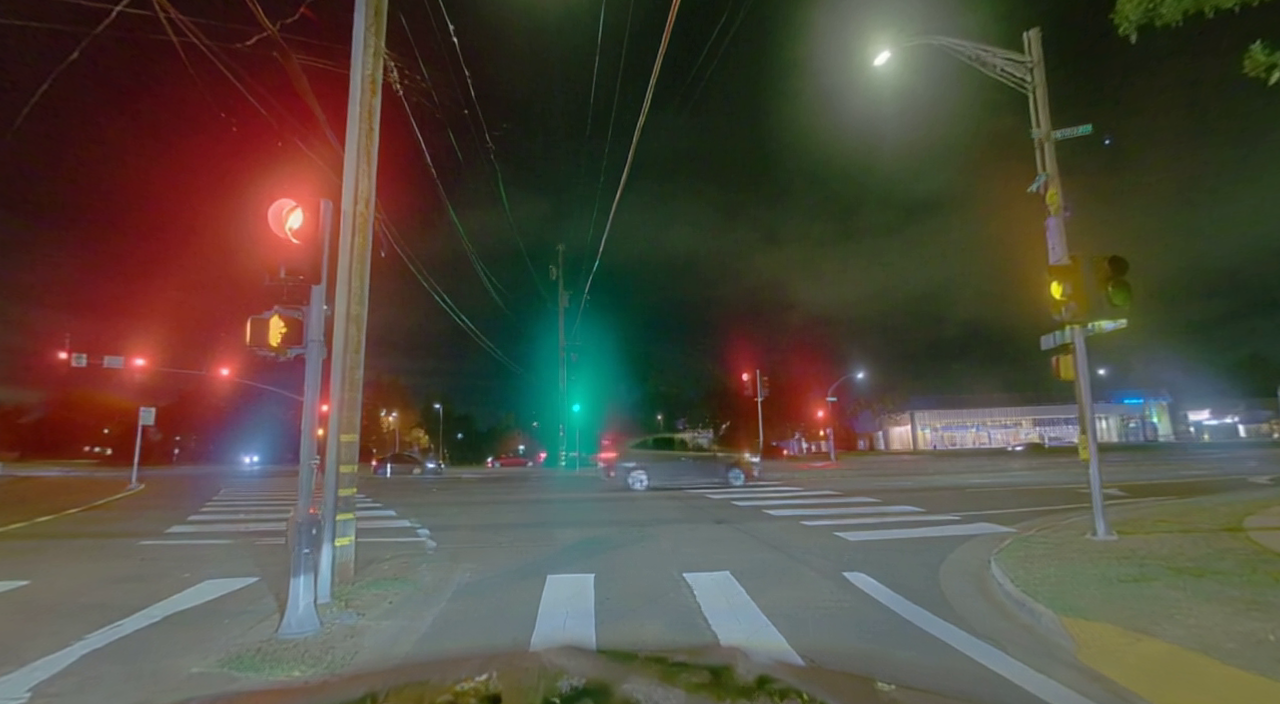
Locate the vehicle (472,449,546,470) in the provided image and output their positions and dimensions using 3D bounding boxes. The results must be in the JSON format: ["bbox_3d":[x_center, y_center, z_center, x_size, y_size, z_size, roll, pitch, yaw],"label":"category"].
[{"bbox_3d":[-9.379,7.719,45.354,4.837,1.407,1.818,4,-9,-26],"label":"vehicle"}]

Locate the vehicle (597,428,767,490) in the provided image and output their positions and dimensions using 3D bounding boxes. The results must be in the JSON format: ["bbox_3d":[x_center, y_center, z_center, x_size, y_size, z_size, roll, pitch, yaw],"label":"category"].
[{"bbox_3d":[1.118,3.068,18.274,4.530,1.648,2.075,1,-9,-8],"label":"vehicle"}]

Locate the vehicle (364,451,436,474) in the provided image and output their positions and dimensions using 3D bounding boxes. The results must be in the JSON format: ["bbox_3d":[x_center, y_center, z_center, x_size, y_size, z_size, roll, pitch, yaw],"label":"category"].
[{"bbox_3d":[-17.161,7.858,45.147,4.623,1.471,1.805,4,-9,-25],"label":"vehicle"}]
